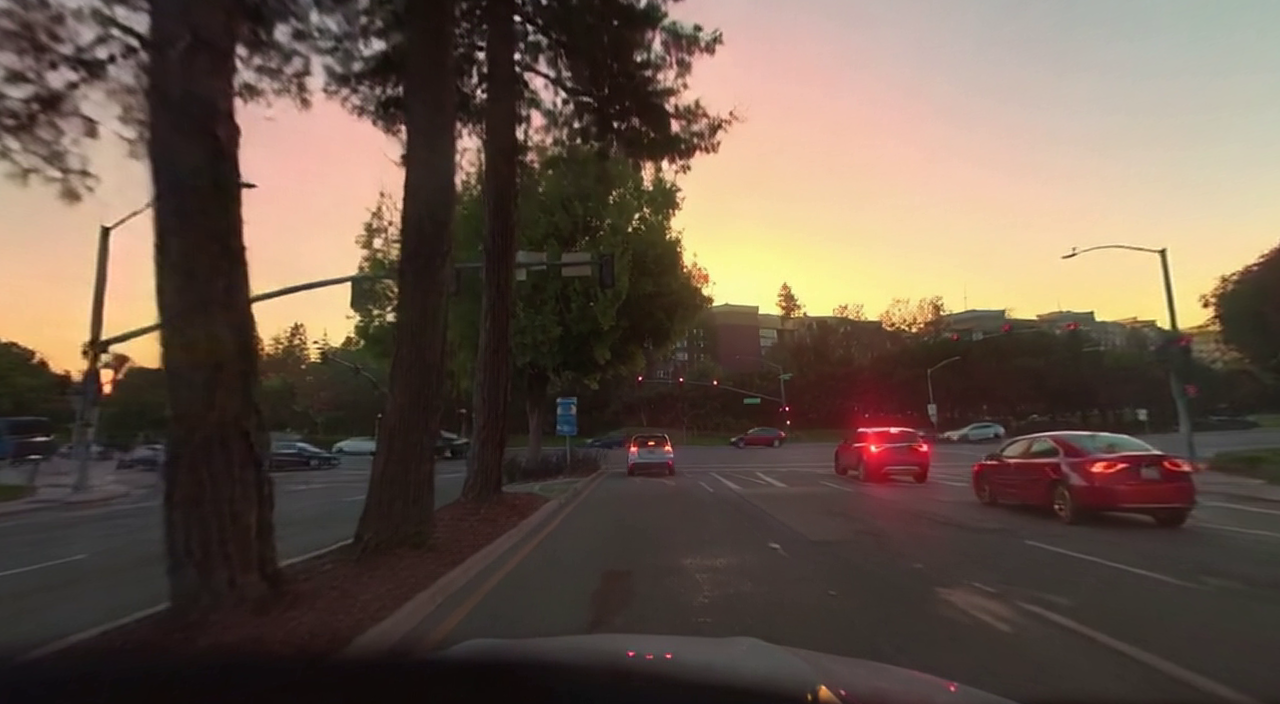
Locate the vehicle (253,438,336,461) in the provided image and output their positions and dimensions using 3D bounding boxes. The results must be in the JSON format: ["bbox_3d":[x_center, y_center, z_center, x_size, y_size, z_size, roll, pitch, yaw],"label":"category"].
[{"bbox_3d":[-22.623,6.387,41.407,4.399,1.445,1.769,-1,-8,1],"label":"vehicle"}]

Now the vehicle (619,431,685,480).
[{"bbox_3d":[0.337,3.481,21.517,2.041,1.485,3.813,0,-8,-1],"label":"vehicle"}]

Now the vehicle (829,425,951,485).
[{"bbox_3d":[7.381,3.086,19.163,1.901,1.577,4.348,0,-8,0],"label":"vehicle"}]

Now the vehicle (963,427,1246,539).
[{"bbox_3d":[7.184,2.023,10.358,1.726,1.467,3.793,0,-8,0],"label":"vehicle"}]

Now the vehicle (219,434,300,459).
[{"bbox_3d":[-26.996,6.731,44.851,4.450,1.684,1.894,-1,-9,-3],"label":"vehicle"}]

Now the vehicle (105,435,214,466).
[{"bbox_3d":[-28.852,5.910,37.961,4.921,1.757,2.036,-1,-8,1],"label":"vehicle"}]

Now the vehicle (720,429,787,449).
[{"bbox_3d":[8.857,6.812,49.575,4.944,1.488,1.807,-1,-8,1],"label":"vehicle"}]

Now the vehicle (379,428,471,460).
[{"bbox_3d":[-12.784,5.530,37.738,4.786,1.803,1.967,-1,-8,2],"label":"vehicle"}]
